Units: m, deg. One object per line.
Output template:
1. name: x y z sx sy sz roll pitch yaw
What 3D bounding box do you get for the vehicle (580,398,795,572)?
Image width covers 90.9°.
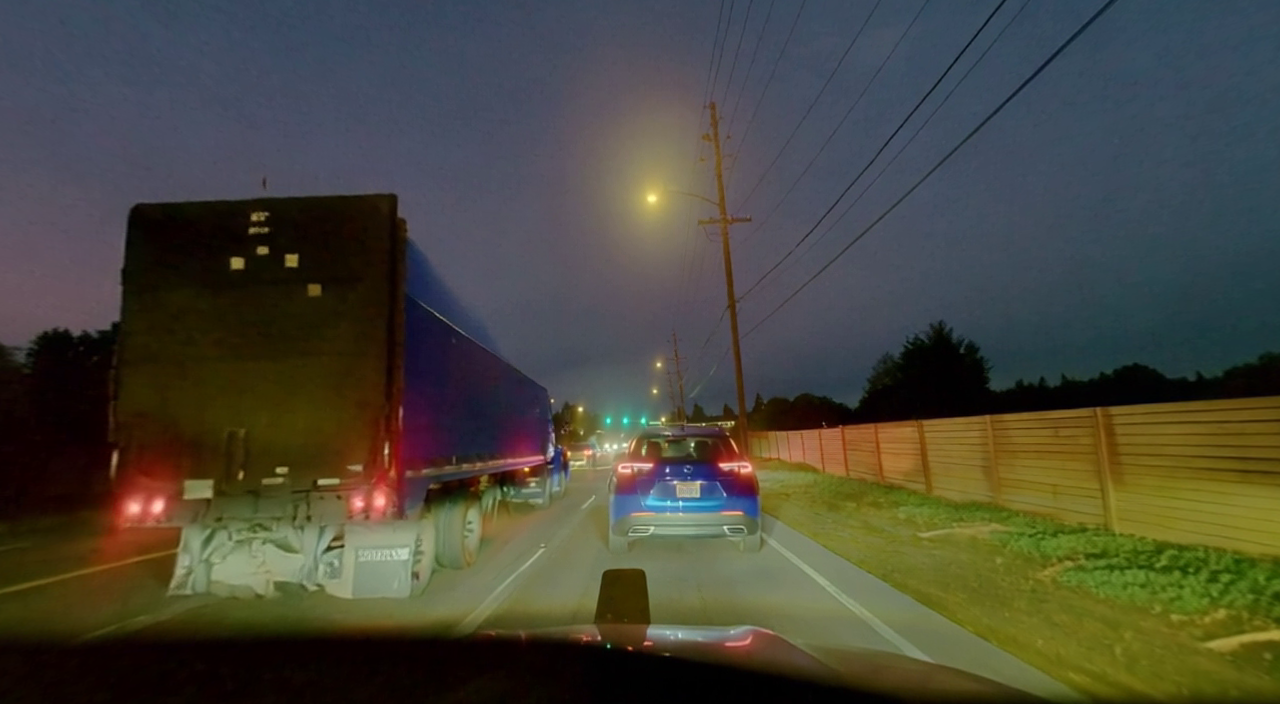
1. vehicle: 0.454 1.659 8.529 2.174 1.749 4.113 0 -9 -1

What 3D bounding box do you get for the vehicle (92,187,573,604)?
1. vehicle: -3.079 0.964 9.981 2.928 3.658 8.980 0 -9 1
